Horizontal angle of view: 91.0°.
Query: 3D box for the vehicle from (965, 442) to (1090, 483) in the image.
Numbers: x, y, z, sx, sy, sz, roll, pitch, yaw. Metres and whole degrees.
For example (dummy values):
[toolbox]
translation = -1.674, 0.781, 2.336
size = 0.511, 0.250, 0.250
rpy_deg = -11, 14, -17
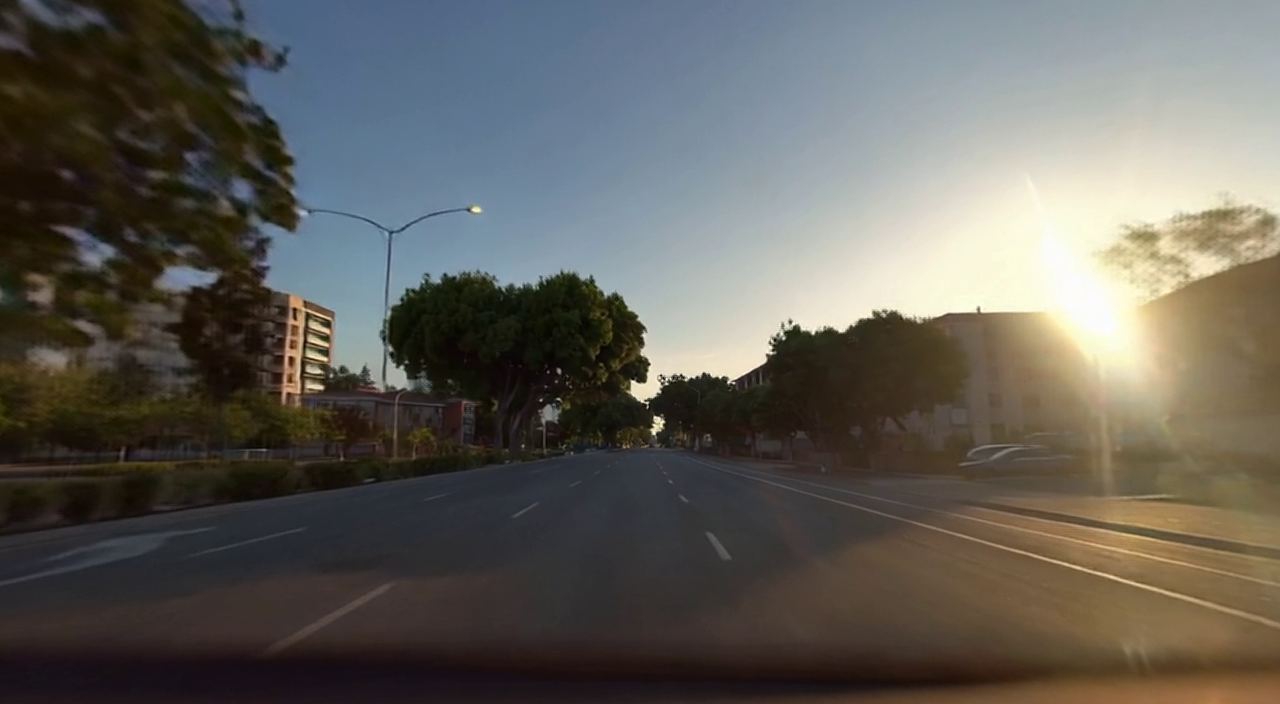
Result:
[vehicle]
translation = 15.415, 4.391, 25.411
size = 1.931, 1.475, 4.671
rpy_deg = 0, -9, -3
